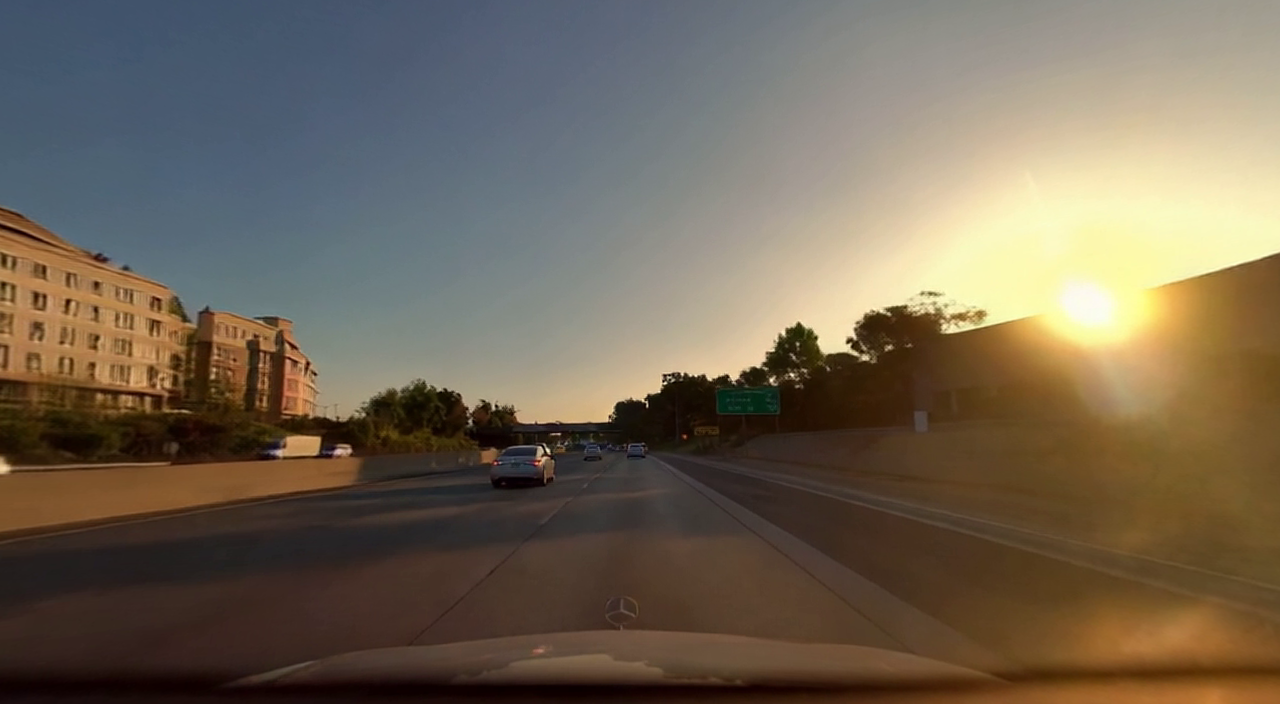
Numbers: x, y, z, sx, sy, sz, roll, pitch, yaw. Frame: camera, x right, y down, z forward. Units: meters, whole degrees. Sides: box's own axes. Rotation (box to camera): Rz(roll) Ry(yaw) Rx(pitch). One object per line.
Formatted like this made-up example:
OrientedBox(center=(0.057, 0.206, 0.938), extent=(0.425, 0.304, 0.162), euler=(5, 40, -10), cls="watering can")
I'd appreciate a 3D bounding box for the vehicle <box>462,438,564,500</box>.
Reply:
OrientedBox(center=(-3.322, 3.138, 17.372), extent=(1.920, 1.463, 4.134), euler=(0, -8, 0), cls="vehicle")
